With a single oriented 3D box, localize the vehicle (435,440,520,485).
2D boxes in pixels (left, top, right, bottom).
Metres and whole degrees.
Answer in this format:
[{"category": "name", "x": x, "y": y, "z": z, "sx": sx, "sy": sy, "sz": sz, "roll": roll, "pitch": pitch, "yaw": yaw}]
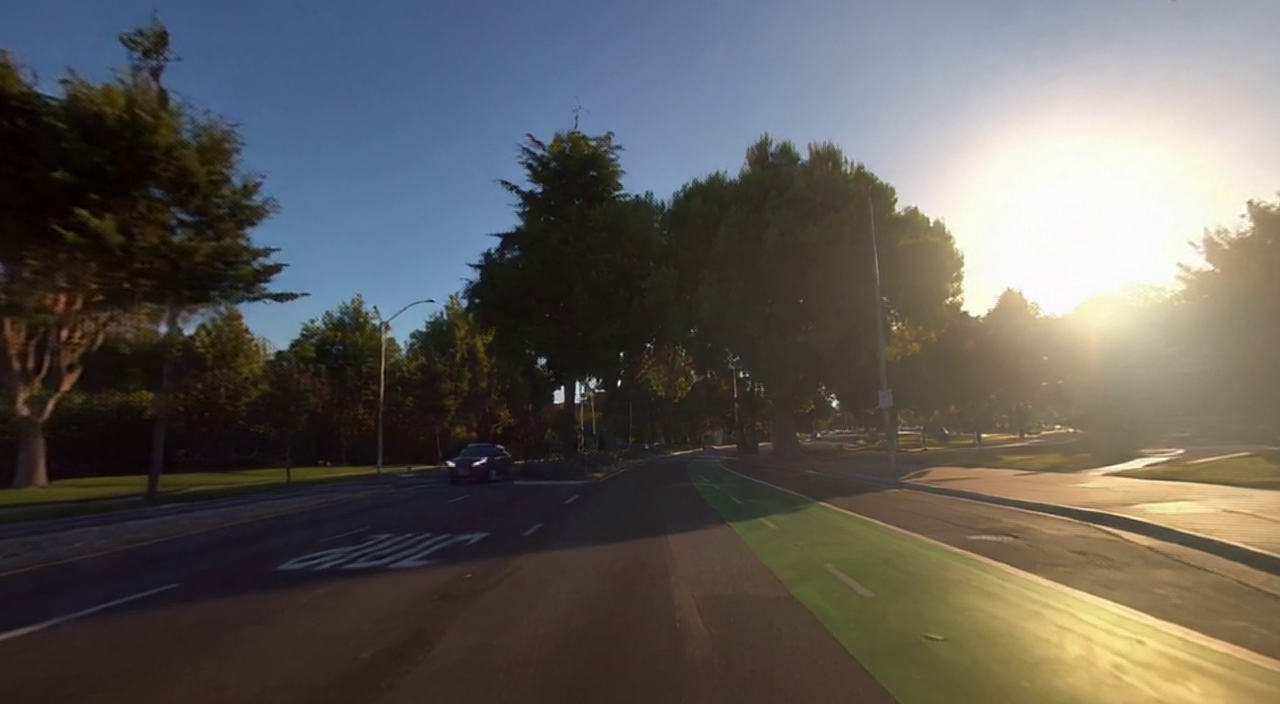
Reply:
[{"category": "vehicle", "x": -6.749, "y": 4.631, "z": 26.841, "sx": 2.065, "sy": 1.744, "sz": 4.566, "roll": -1, "pitch": -9, "yaw": 5}]
